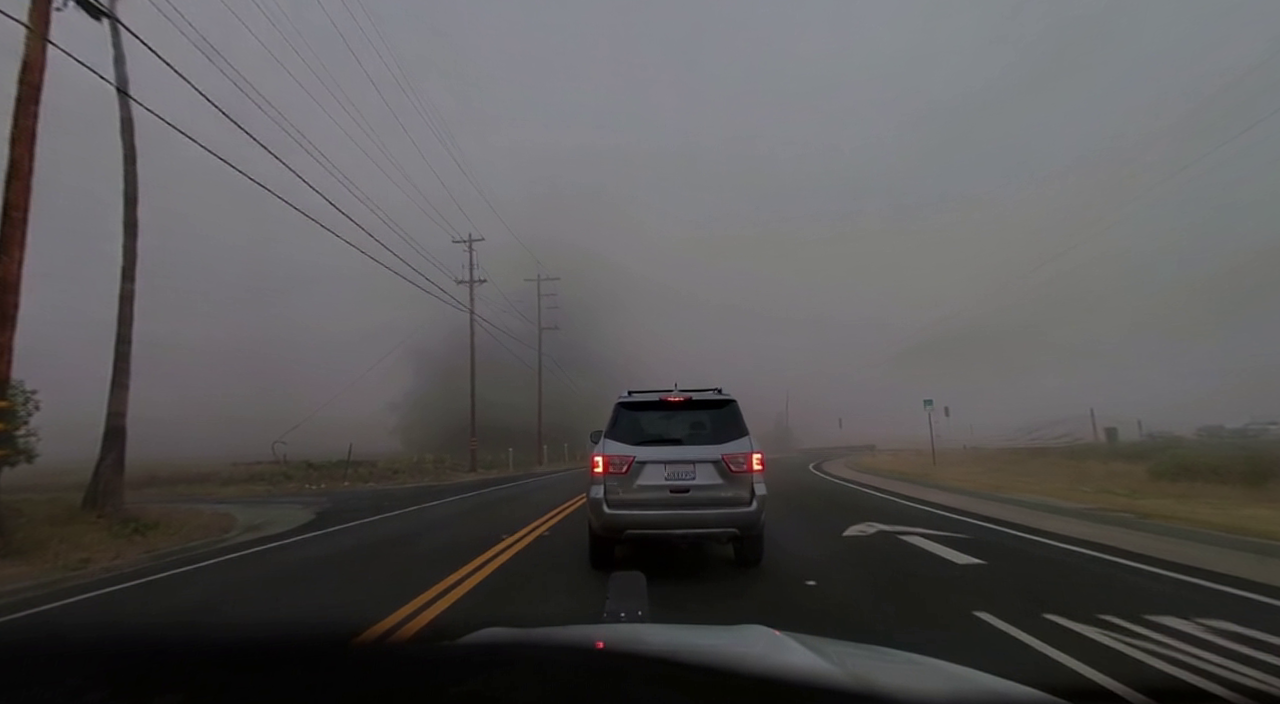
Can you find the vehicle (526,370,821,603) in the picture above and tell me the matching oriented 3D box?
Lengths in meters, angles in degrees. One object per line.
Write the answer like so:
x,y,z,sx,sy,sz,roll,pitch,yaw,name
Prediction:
0.191,1.412,7.431,2.364,1.859,4.538,0,-9,-2,vehicle
